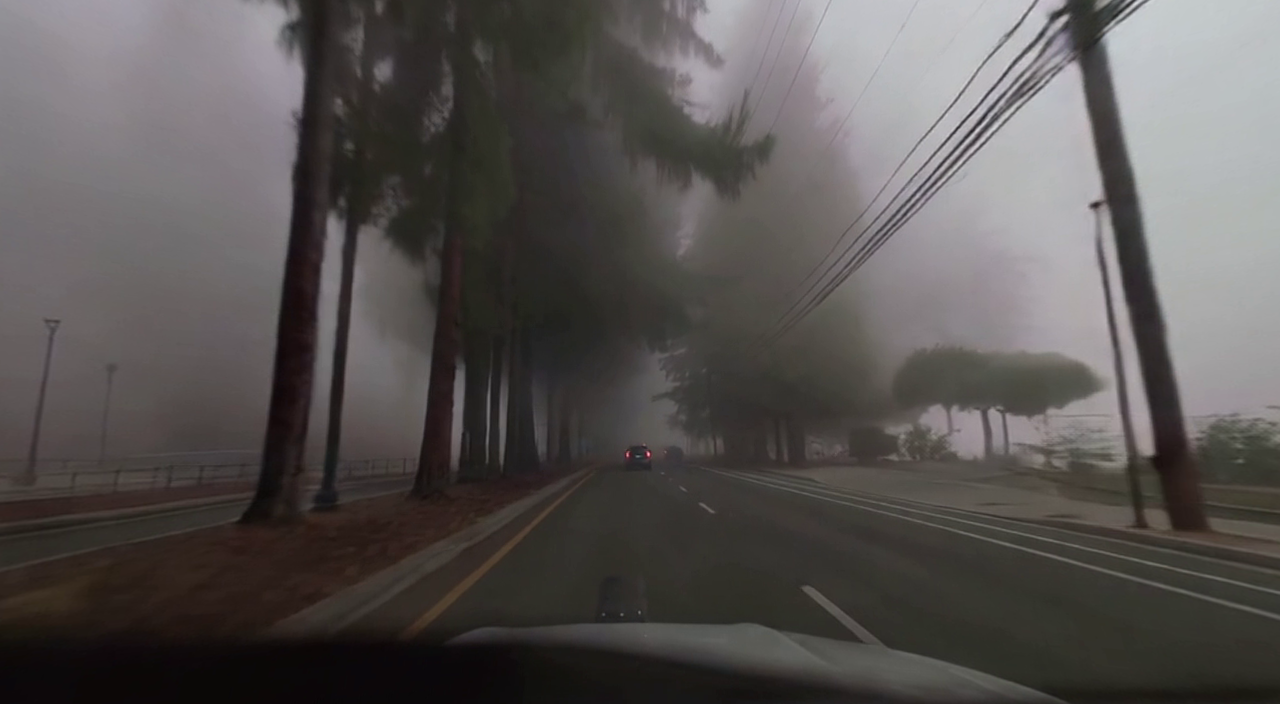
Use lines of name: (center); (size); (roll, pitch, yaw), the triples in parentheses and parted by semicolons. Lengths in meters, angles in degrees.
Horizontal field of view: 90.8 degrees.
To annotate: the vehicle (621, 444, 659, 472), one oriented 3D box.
vehicle: (-0.037, 6.119, 36.718); (2.109, 1.501, 4.042); (1, -9, -1)
